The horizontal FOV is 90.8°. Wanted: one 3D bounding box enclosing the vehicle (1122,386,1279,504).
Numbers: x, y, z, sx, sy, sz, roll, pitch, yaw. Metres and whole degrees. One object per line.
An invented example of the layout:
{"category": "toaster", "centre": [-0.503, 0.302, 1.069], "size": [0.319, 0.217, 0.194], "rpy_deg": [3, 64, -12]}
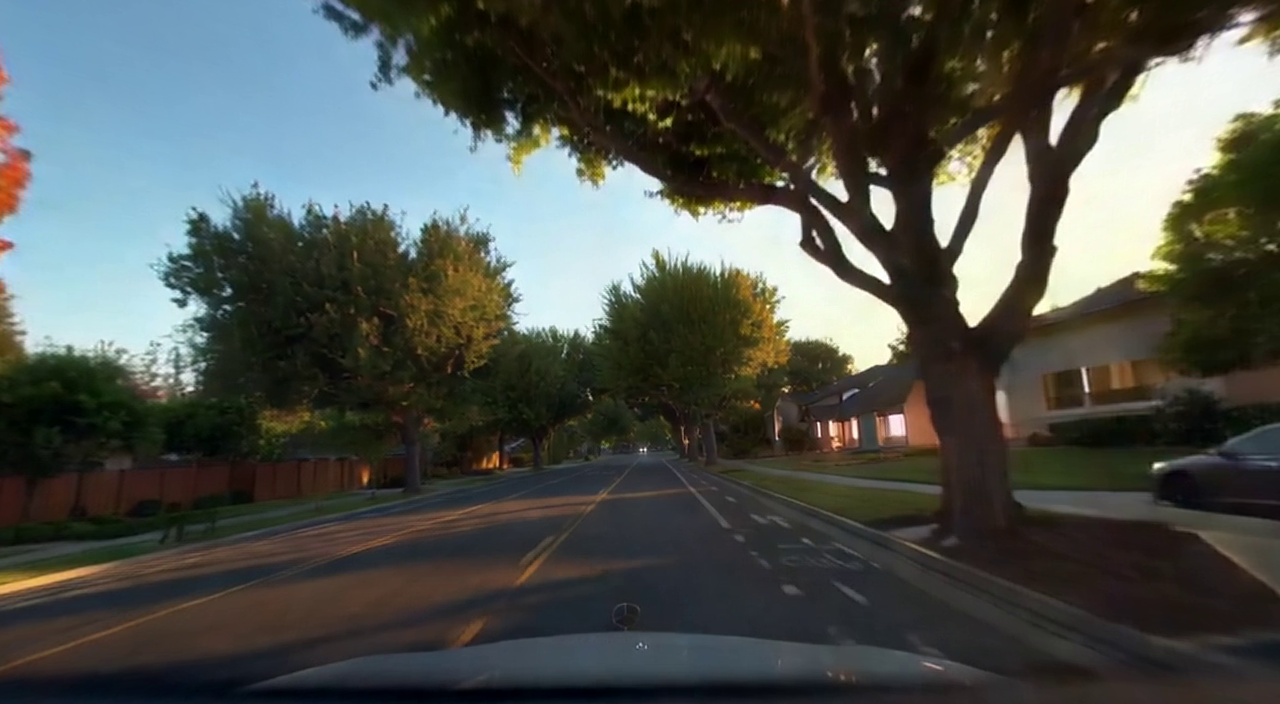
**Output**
{"category": "vehicle", "centre": [10.935, 1.406, 9.608], "size": [2.187, 1.786, 5.323], "rpy_deg": [2, -9, -16]}
